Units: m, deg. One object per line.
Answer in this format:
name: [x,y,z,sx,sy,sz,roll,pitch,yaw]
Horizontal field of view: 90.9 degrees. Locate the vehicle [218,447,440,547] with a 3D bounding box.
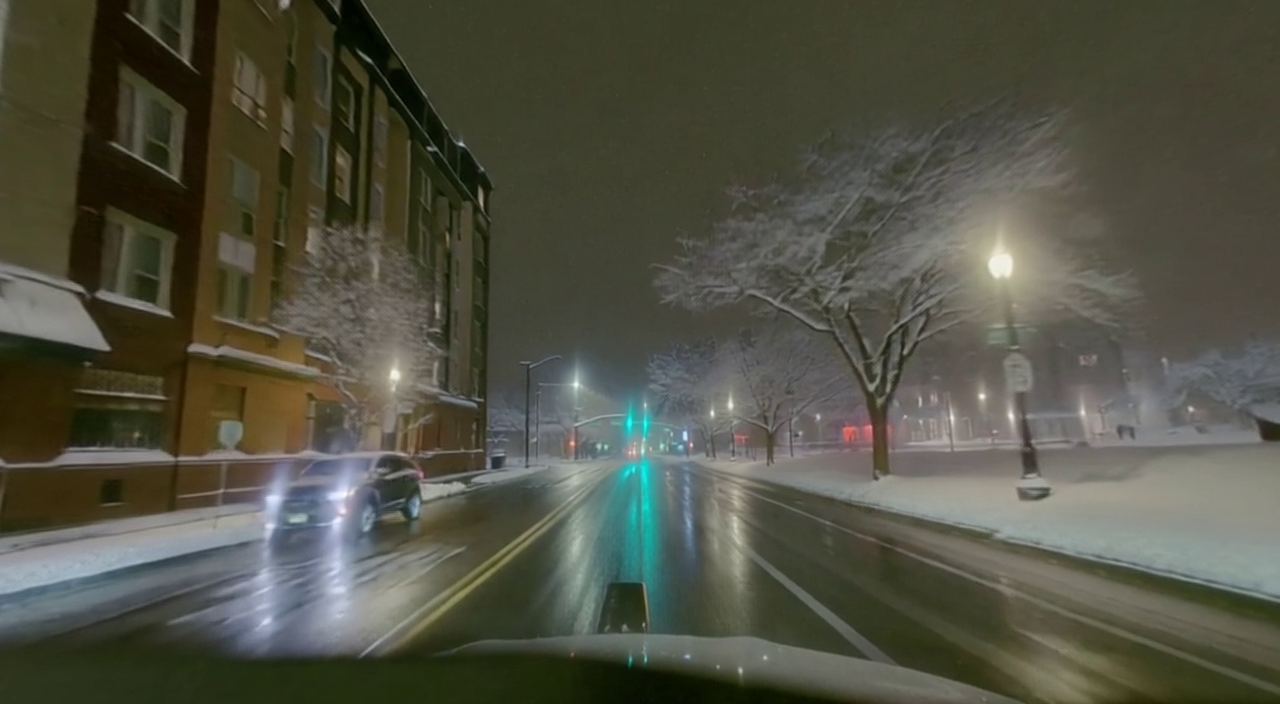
vehicle: [-6.207,2.899,13.464,2.147,1.701,4.879,0,-8,1]
